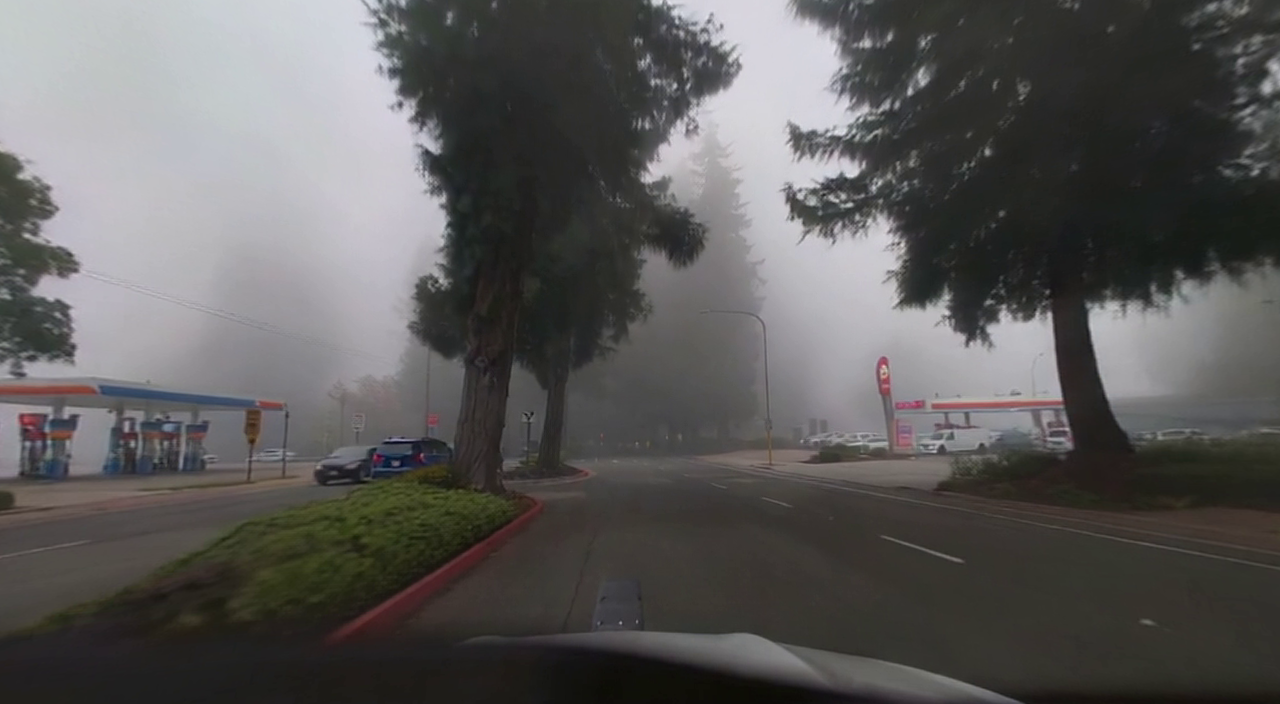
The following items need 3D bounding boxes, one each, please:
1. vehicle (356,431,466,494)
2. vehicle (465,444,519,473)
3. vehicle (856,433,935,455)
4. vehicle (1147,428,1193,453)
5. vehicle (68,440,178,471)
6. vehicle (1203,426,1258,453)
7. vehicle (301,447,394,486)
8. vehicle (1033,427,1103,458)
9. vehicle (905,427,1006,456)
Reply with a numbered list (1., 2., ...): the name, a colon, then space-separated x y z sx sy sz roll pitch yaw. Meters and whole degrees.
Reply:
1. vehicle: -7.070 3.444 20.075 1.987 1.747 4.545 0 -8 -3
2. vehicle: -7.991 5.754 34.433 1.982 1.465 4.376 0 -8 -2
3. vehicle: 18.467 6.653 45.714 4.800 1.459 2.051 0 -9 -6
4. vehicle: 32.498 5.441 38.819 1.894 1.434 4.308 -7 -11 37
5. vehicle: -28.998 5.807 35.654 4.390 1.665 1.934 4 -10 -27
6. vehicle: 34.525 5.126 37.029 1.969 1.482 4.815 -7 -11 39
7. vehicle: -12.233 4.766 26.789 1.950 1.471 4.557 0 -8 -3
8. vehicle: 21.372 4.502 31.471 1.916 1.434 4.557 -9 -12 44
9. vehicle: 18.884 5.373 37.943 4.868 1.610 2.223 0 -8 -2
